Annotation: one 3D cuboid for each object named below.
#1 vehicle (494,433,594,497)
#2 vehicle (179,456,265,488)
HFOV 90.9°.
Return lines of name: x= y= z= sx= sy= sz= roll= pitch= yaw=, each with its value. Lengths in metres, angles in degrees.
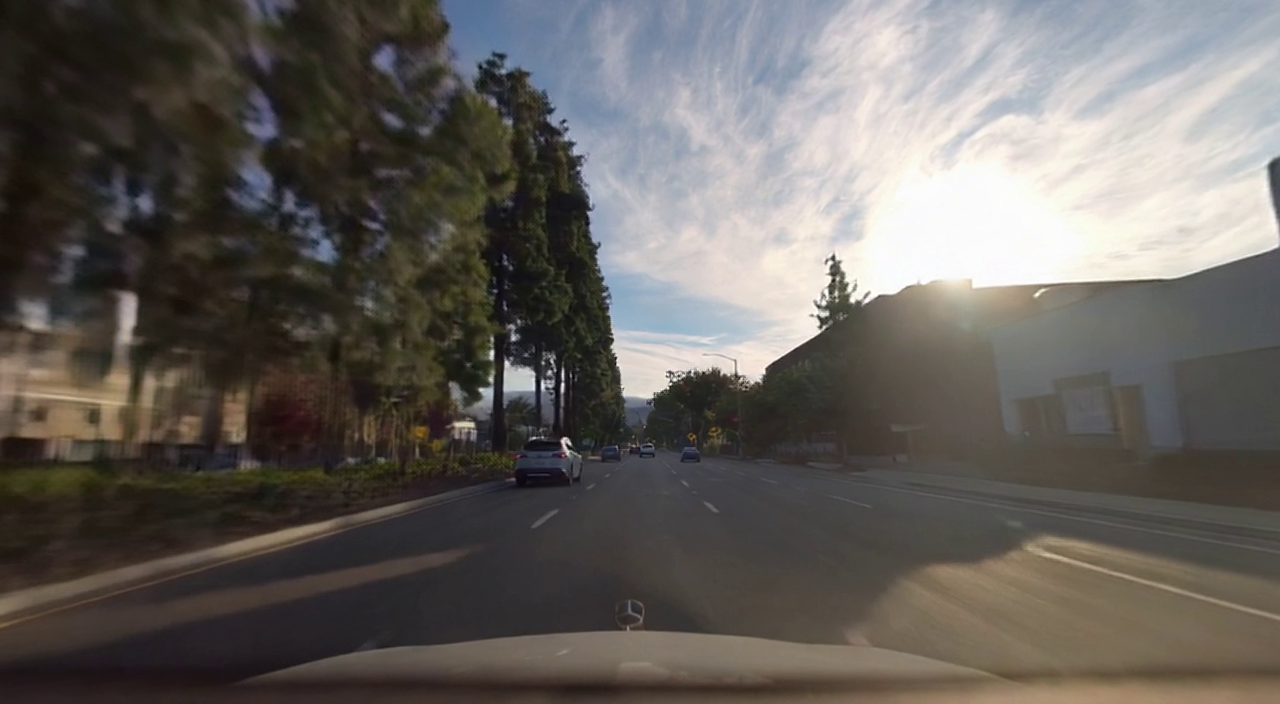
vehicle: x=-2.676 y=3.303 z=18.802 sx=2.121 sy=1.656 sz=4.559 roll=0 pitch=-9 yaw=2
vehicle: x=-24.144 y=6.933 z=36.641 sx=1.830 sy=1.663 sz=4.537 roll=0 pitch=-9 yaw=0
